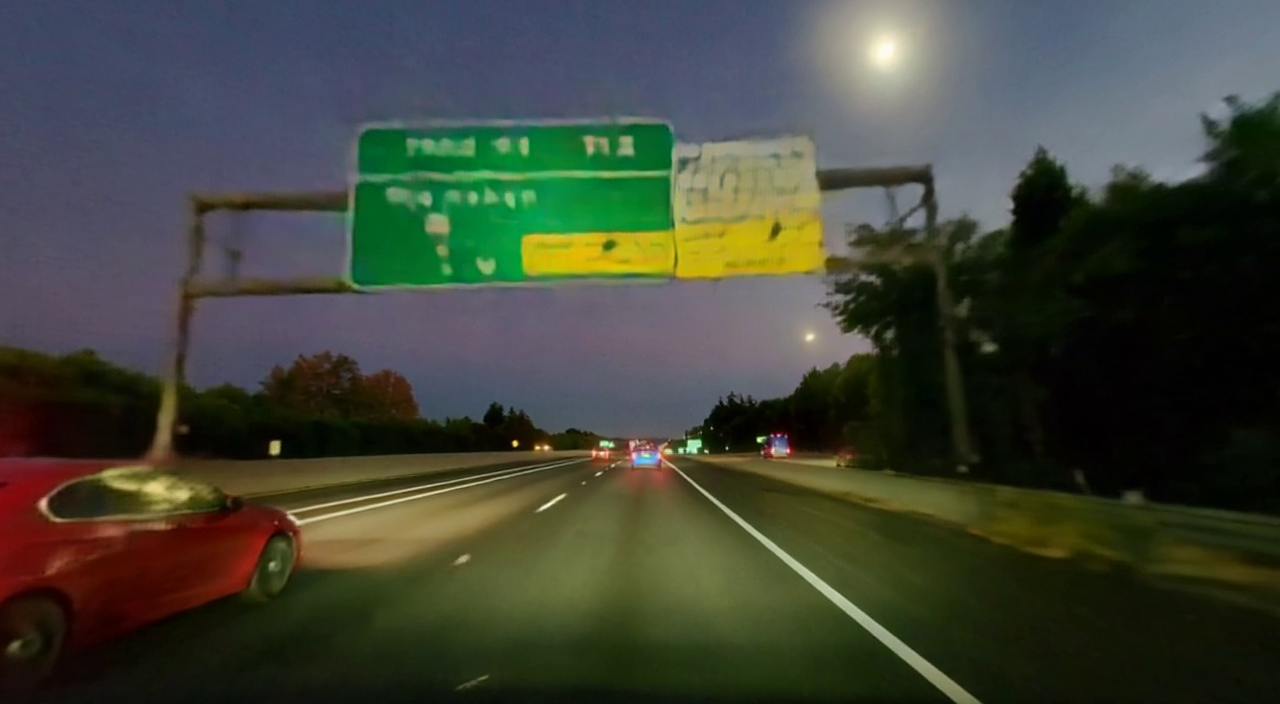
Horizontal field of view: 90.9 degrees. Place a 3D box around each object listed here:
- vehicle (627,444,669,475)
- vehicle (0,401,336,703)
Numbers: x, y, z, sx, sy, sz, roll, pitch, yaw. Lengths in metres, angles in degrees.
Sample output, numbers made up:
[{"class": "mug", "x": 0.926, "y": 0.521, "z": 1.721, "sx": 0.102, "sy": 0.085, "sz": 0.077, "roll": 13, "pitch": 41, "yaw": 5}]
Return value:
[{"class": "vehicle", "x": 0.388, "y": 5.365, "z": 31.665, "sx": 2.002, "sy": 1.449, "sz": 3.612, "roll": 0, "pitch": -9, "yaw": 0}, {"class": "vehicle", "x": -3.814, "y": 1.088, "z": 3.567, "sx": 2.062, "sy": 1.474, "sz": 4.151, "roll": 0, "pitch": -9, "yaw": 1}]
